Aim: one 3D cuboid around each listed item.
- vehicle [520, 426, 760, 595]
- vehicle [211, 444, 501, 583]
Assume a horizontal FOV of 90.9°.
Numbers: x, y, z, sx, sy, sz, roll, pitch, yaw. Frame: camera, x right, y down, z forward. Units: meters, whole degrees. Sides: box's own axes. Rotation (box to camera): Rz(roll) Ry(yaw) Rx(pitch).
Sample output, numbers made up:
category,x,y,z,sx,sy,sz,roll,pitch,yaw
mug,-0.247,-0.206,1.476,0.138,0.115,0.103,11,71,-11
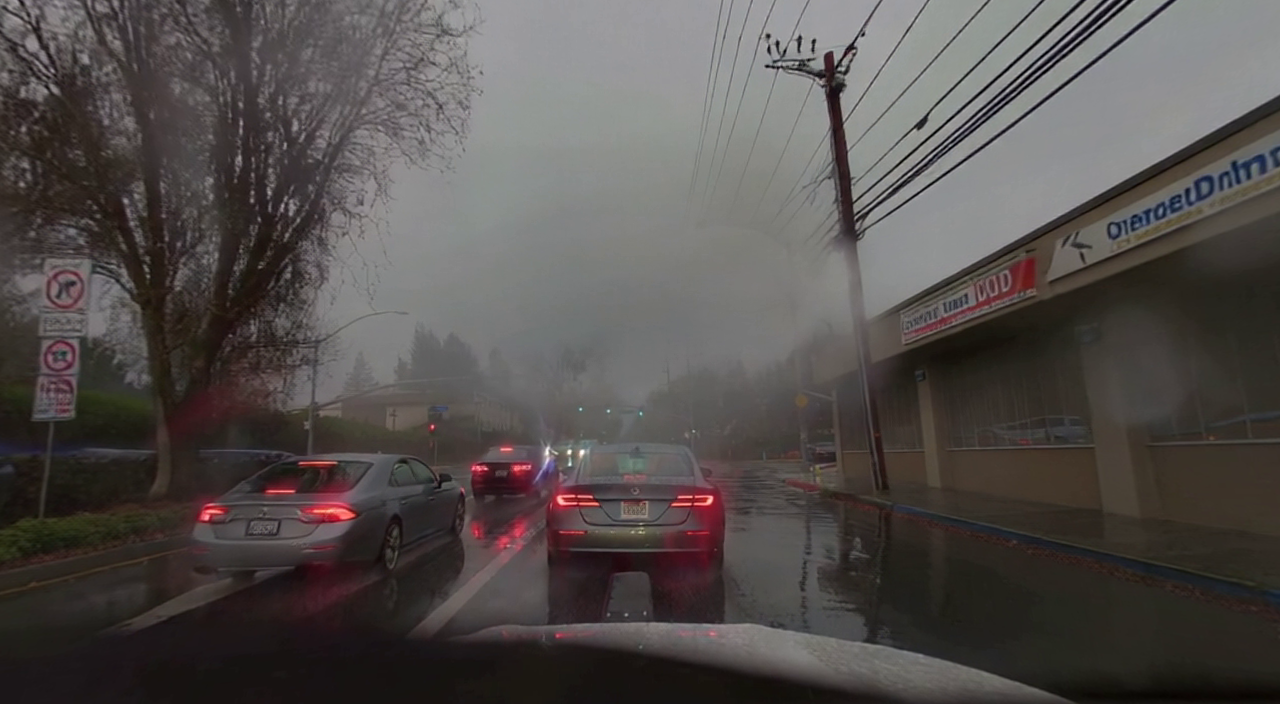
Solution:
category,x,y,z,sx,sy,sz,roll,pitch,yaw
vehicle,-0.006,1.696,7.585,2.101,1.469,3.955,0,-9,0
vehicle,-3.207,1.869,8.156,1.765,1.319,4.013,0,-9,2
